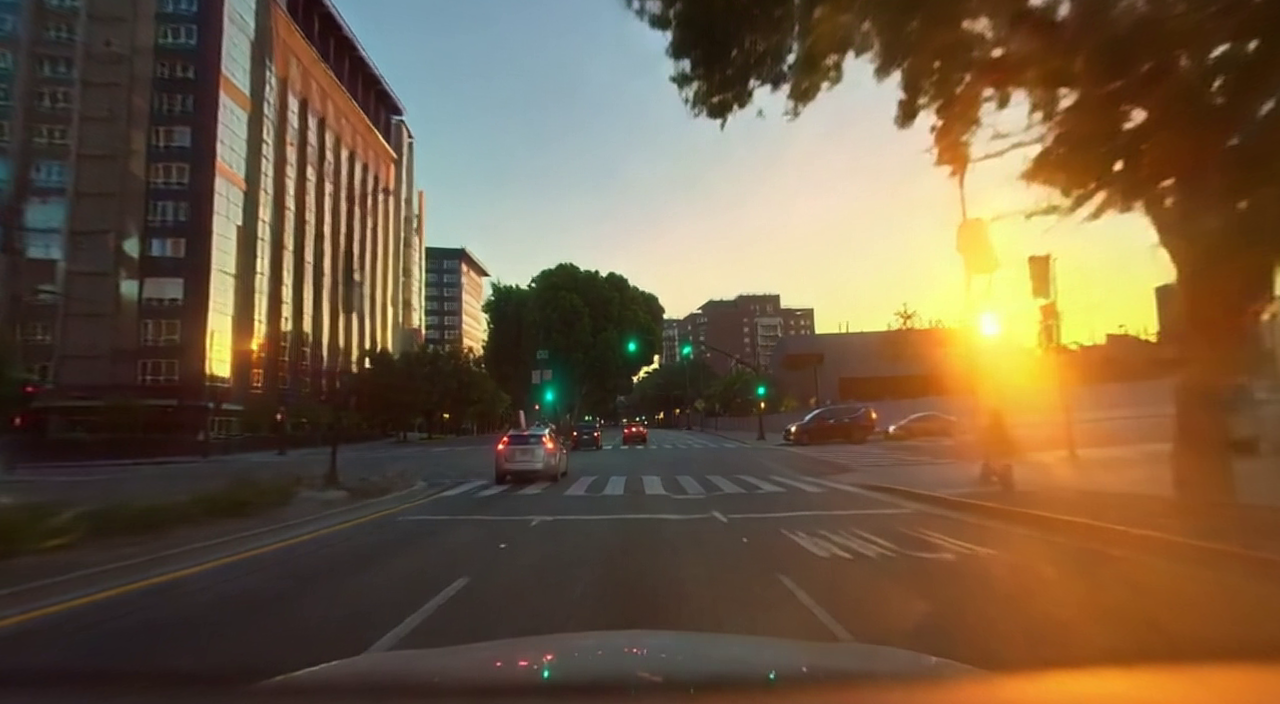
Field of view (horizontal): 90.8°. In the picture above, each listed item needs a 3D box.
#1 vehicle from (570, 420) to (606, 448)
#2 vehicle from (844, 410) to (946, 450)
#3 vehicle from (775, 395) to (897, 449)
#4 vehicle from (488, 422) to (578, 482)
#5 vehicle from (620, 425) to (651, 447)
[{"bbox_3d":[-3.569,5.758,44.069,2.152,1.802,4.628,0,-9,0],"label":"vehicle"},{"bbox_3d":[13.112,4.021,32.702,4.328,1.742,1.942,-3,-6,-1],"label":"vehicle"},{"bbox_3d":[11.704,4.262,38.098,6.233,2.668,2.627,-4,-8,-3],"label":"vehicle"},{"bbox_3d":[-3.326,3.256,20.640,2.116,1.725,4.315,0,-9,1],"label":"vehicle"},{"bbox_3d":[-0.336,5.977,44.635,2.095,1.438,3.843,0,-9,-1],"label":"vehicle"}]
